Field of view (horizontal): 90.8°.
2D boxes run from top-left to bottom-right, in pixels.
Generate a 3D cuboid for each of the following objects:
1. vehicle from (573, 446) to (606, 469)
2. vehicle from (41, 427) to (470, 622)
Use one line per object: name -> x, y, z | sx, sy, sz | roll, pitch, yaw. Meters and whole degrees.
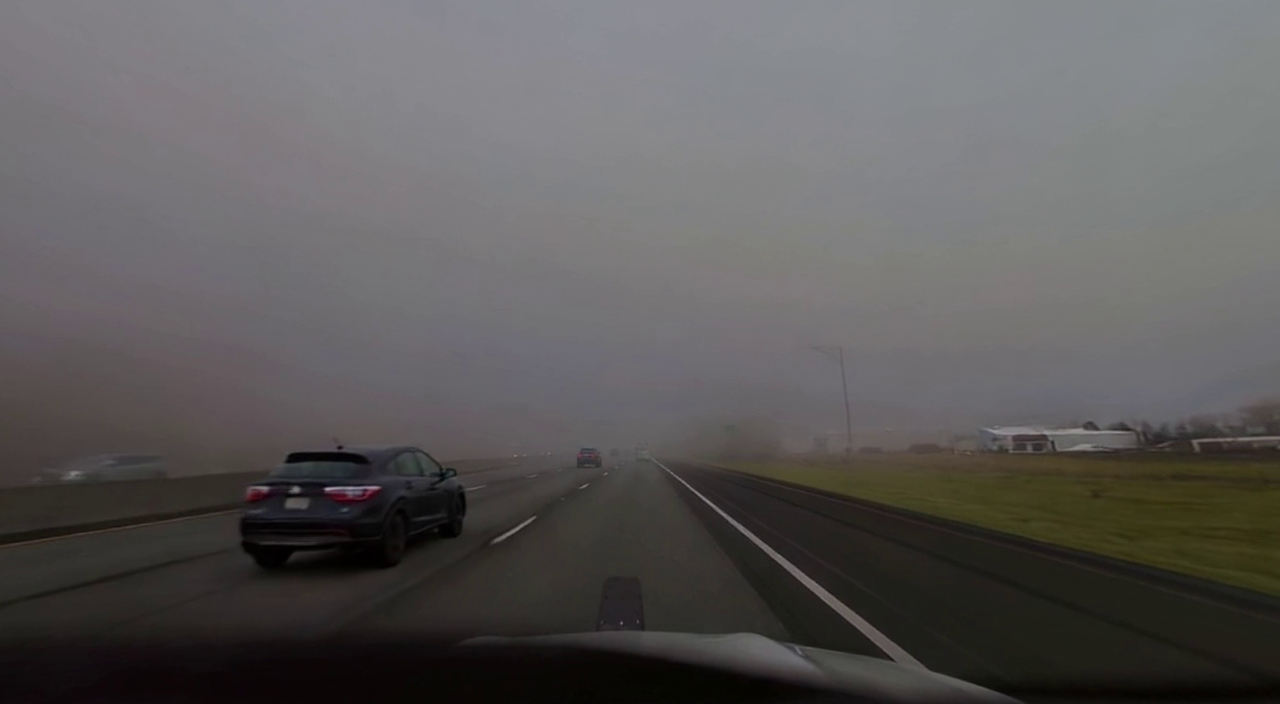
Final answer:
vehicle -> -3.438, 7.301, 43.762 | 1.954, 1.541, 4.079 | 0, -9, 1
vehicle -> -3.594, 1.686, 7.123 | 2.110, 1.500, 4.259 | 0, -9, 1
